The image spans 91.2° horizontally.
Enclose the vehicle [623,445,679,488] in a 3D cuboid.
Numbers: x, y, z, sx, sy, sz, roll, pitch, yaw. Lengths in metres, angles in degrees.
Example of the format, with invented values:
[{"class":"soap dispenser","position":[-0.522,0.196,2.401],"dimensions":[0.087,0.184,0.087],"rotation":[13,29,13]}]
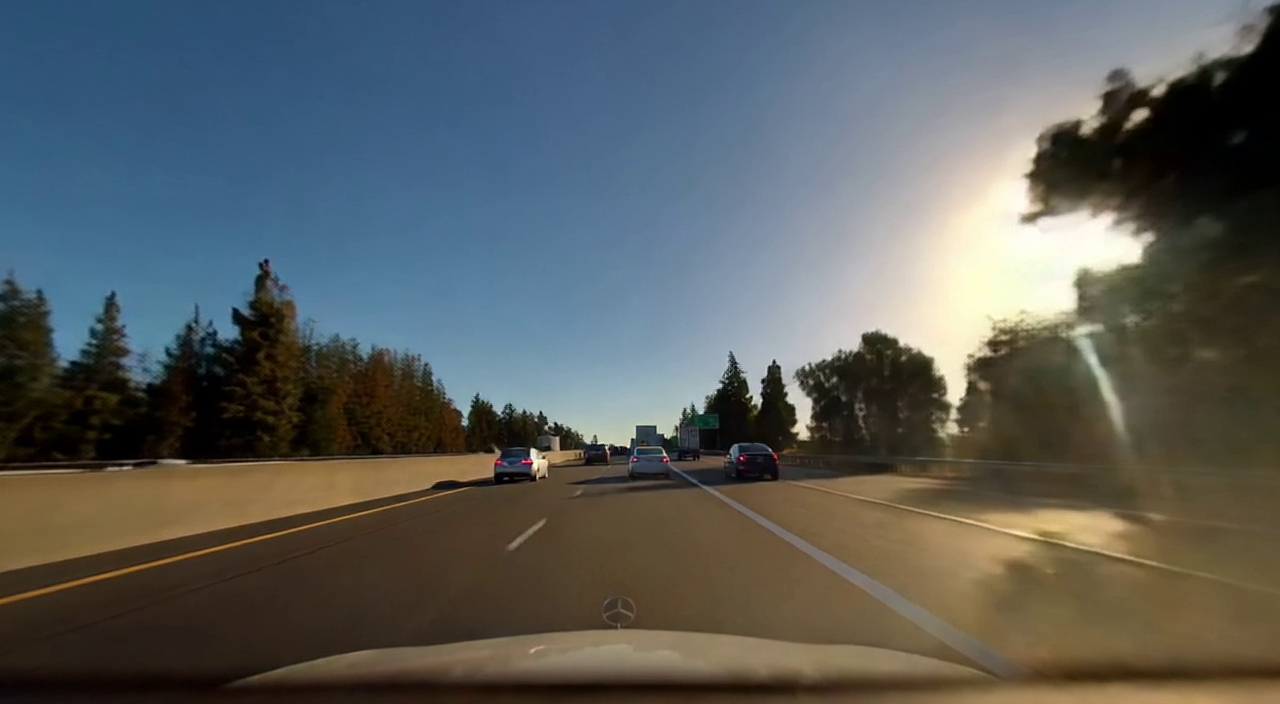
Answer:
[{"class":"vehicle","position":[0.405,4.504,25.000],"dimensions":[2.015,1.526,4.286],"rotation":[0,-9,0]}]

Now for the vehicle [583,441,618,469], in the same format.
[{"class":"vehicle","position":[-2.947,7.768,47.478],"dimensions":[2.230,1.973,4.403],"rotation":[-1,-9,2]}]

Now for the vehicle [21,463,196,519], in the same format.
[{"class":"vehicle","position":[-16.671,4.331,19.990],"dimensions":[1.912,1.478,4.106],"rotation":[0,-9,1]}]

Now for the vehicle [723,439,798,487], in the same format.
[{"class":"vehicle","position":[4.505,4.228,24.077],"dimensions":[2.018,1.639,4.149],"rotation":[0,-9,0]}]

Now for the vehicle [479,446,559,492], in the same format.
[{"class":"vehicle","position":[-4.252,4.208,22.820],"dimensions":[1.967,1.473,4.439],"rotation":[0,-9,1]}]
